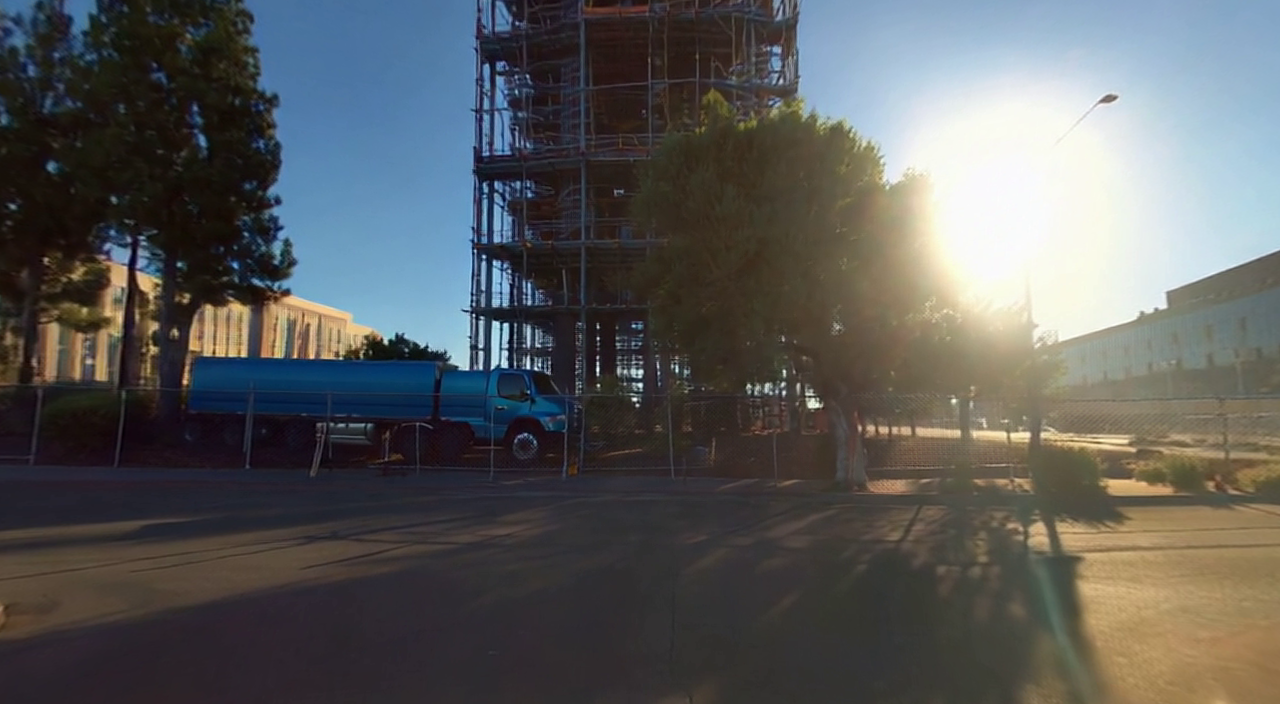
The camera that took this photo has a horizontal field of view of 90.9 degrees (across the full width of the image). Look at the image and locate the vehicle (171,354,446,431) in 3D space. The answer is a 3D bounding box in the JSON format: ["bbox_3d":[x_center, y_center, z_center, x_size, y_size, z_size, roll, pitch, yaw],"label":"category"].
[{"bbox_3d":[-19.199,2.571,37.641,14.067,4.099,2.832,2,-8,-10],"label":"vehicle"}]
